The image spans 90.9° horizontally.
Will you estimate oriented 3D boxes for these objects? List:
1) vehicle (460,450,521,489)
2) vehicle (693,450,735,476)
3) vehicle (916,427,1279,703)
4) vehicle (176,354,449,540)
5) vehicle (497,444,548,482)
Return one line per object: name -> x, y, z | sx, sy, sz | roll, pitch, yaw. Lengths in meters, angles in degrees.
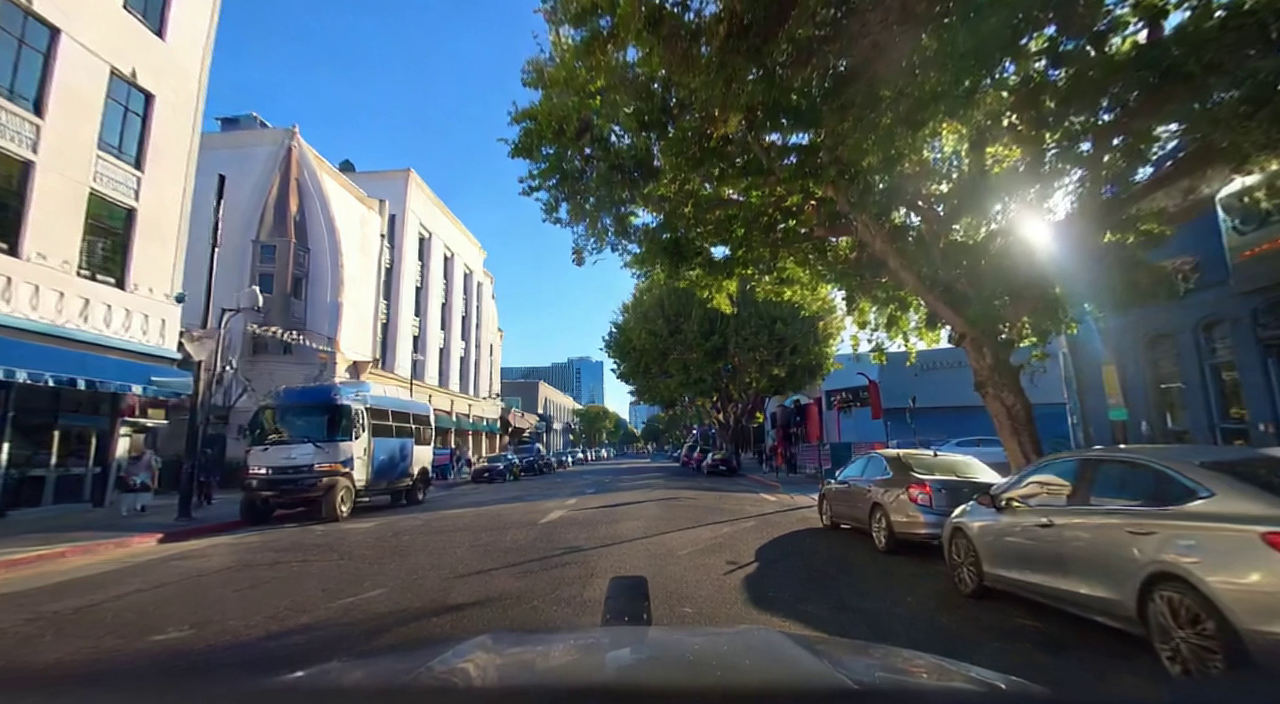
vehicle -> -6.835, 5.369, 29.230 | 1.917, 1.487, 4.659 | -2, -8, -3
vehicle -> 4.481, 6.776, 38.788 | 1.973, 1.494, 4.867 | 0, -9, 0
vehicle -> 3.831, 1.249, 3.760 | 2.065, 1.520, 4.853 | 0, -9, -1
vehicle -> -6.898, 2.167, 14.604 | 2.851, 3.375, 6.057 | 0, -8, 2
vehicle -> -6.682, 6.341, 36.310 | 2.238, 1.891, 4.780 | -1, -7, -2
